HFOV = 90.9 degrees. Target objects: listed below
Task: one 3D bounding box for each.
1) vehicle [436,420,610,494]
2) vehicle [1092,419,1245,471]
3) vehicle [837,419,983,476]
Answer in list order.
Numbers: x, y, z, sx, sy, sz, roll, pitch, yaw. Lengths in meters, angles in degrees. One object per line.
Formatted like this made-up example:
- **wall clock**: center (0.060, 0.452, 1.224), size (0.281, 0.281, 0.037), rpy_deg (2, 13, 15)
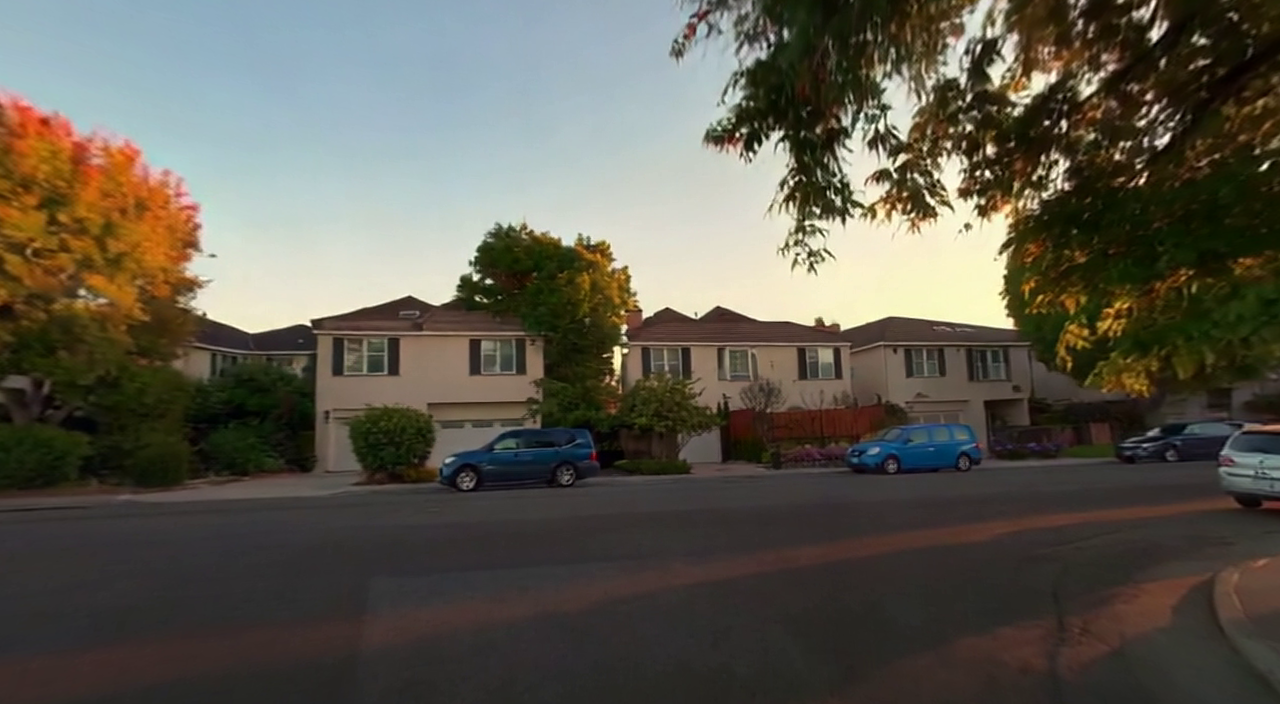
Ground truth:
- **vehicle**: center (-2.821, 2.471, 15.079), size (3.746, 1.518, 1.845), rpy_deg (4, -5, -21)
- **vehicle**: center (17.009, 2.954, 20.332), size (3.785, 1.488, 1.828), rpy_deg (1, -6, -15)
- **vehicle**: center (7.800, 2.767, 18.342), size (3.513, 1.507, 1.798), rpy_deg (3, -7, -14)
